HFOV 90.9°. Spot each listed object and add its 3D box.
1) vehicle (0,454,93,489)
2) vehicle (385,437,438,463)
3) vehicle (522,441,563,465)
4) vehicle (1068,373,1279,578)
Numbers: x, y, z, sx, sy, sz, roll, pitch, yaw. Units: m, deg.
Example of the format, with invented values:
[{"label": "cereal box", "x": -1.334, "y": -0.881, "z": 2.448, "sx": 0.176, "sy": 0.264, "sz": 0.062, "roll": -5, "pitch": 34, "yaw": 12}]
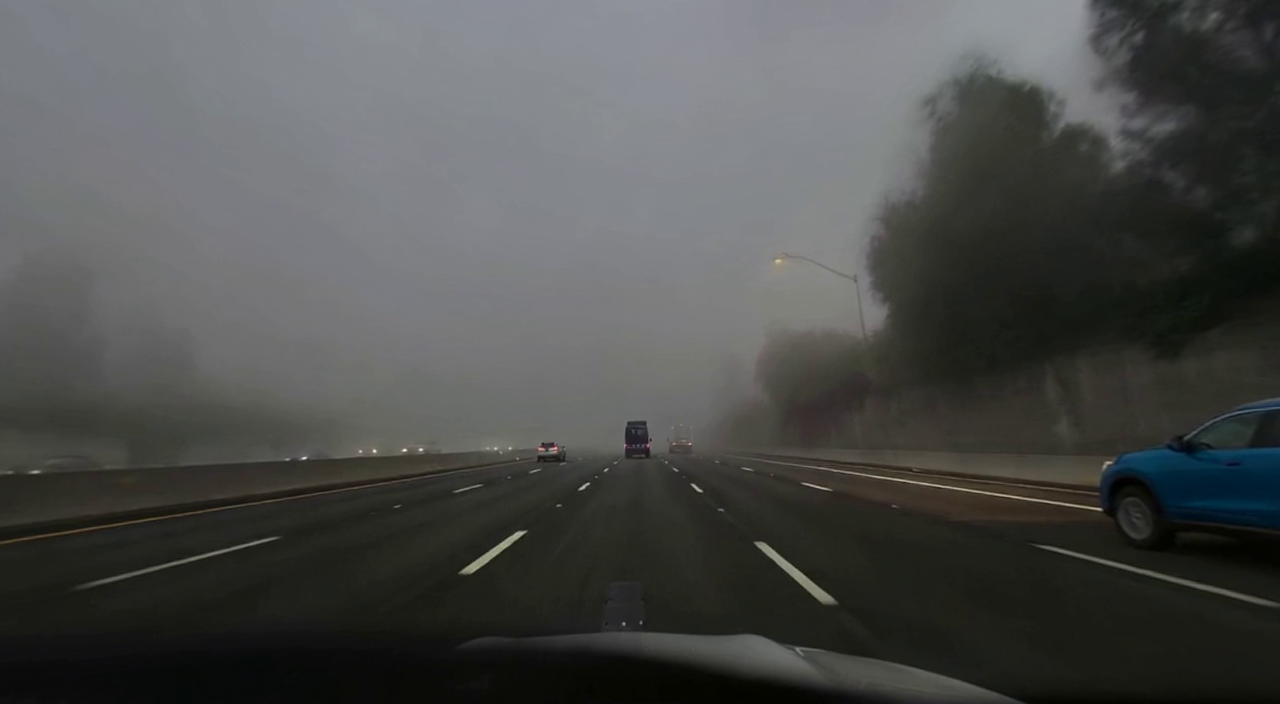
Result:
[{"label": "vehicle", "x": -26.729, "y": 5.254, "z": 27.979, "sx": 1.799, "sy": 1.371, "sz": 3.407, "roll": 0, "pitch": -8, "yaw": 0}, {"label": "vehicle", "x": -17.765, "y": 7.619, "z": 49.345, "sx": 2.240, "sy": 1.891, "sz": 5.113, "roll": 0, "pitch": -8, "yaw": 0}, {"label": "vehicle", "x": -6.679, "y": 6.968, "z": 43.669, "sx": 2.097, "sy": 1.525, "sz": 4.632, "roll": 0, "pitch": -8, "yaw": 1}, {"label": "vehicle", "x": 7.190, "y": 1.184, "z": 6.107, "sx": 2.361, "sy": 1.911, "sz": 5.286, "roll": 0, "pitch": -8, "yaw": 0}]
